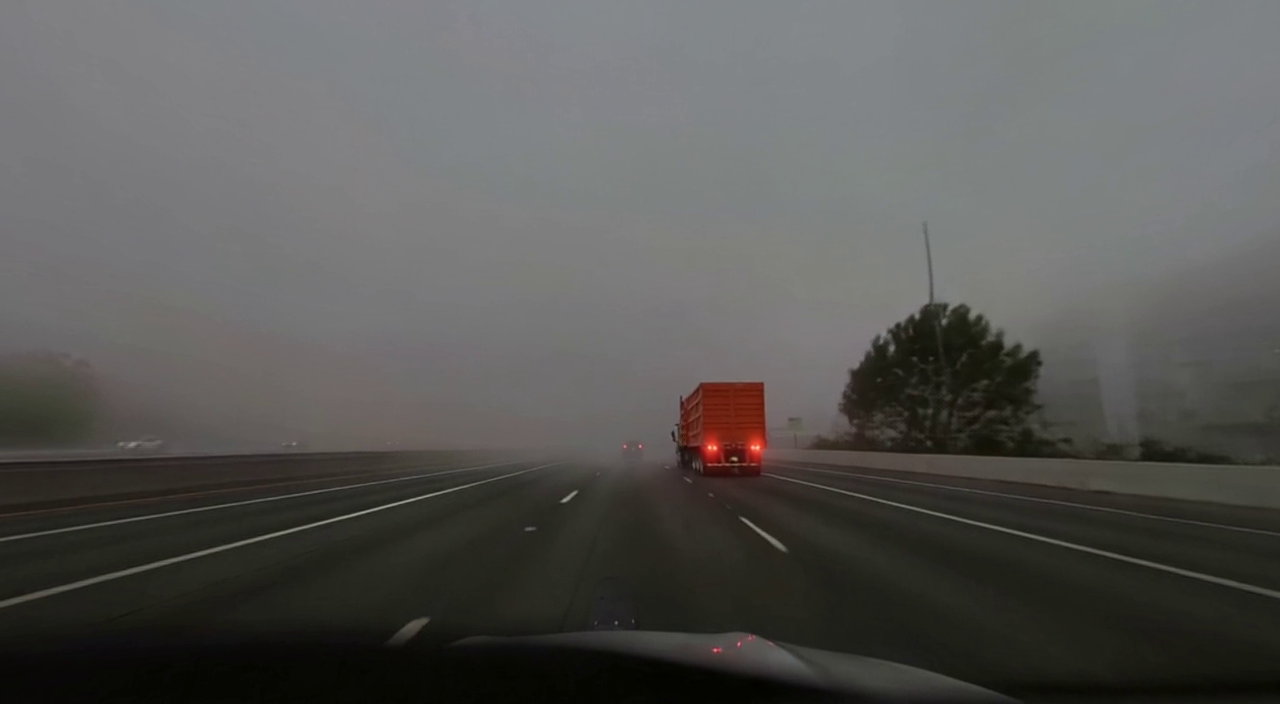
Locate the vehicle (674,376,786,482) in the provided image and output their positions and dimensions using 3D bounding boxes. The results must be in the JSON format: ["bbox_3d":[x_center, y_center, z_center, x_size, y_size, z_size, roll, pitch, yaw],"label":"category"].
[{"bbox_3d":[3.307,3.385,26.658,2.966,3.586,10.563,0,-9,-1],"label":"vehicle"}]
